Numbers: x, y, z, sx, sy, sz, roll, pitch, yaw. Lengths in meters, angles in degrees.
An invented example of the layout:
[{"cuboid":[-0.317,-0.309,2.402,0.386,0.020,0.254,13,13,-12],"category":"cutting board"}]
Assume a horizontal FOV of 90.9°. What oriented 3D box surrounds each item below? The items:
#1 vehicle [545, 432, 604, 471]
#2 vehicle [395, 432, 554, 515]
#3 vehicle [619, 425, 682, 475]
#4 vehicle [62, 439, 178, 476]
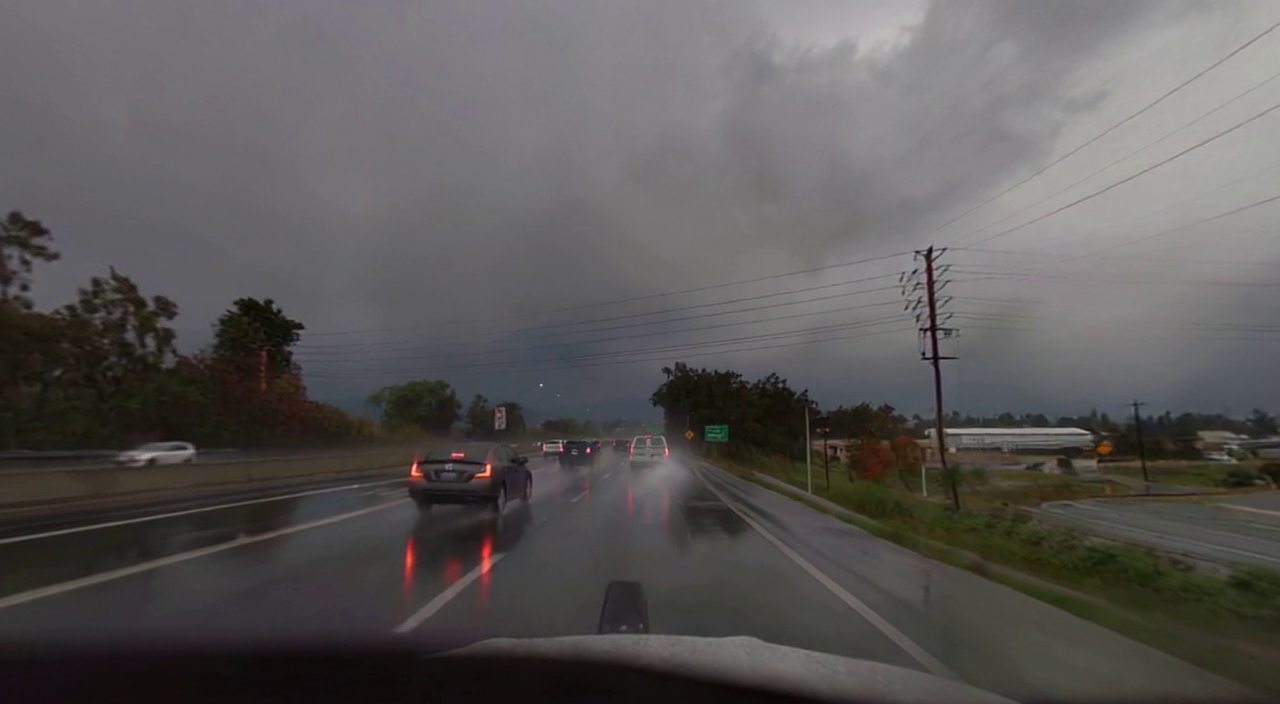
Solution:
[{"cuboid":[-2.959,4.658,29.711,2.051,1.695,4.731,-1,-8,3],"category":"vehicle"},{"cuboid":[-3.261,2.501,13.524,2.092,1.464,4.466,0,-8,2],"category":"vehicle"},{"cuboid":[0.442,3.954,25.547,2.319,1.813,4.274,0,-8,1],"category":"vehicle"},{"cuboid":[-24.133,4.902,29.474,1.908,1.571,3.968,0,-8,2],"category":"vehicle"}]
